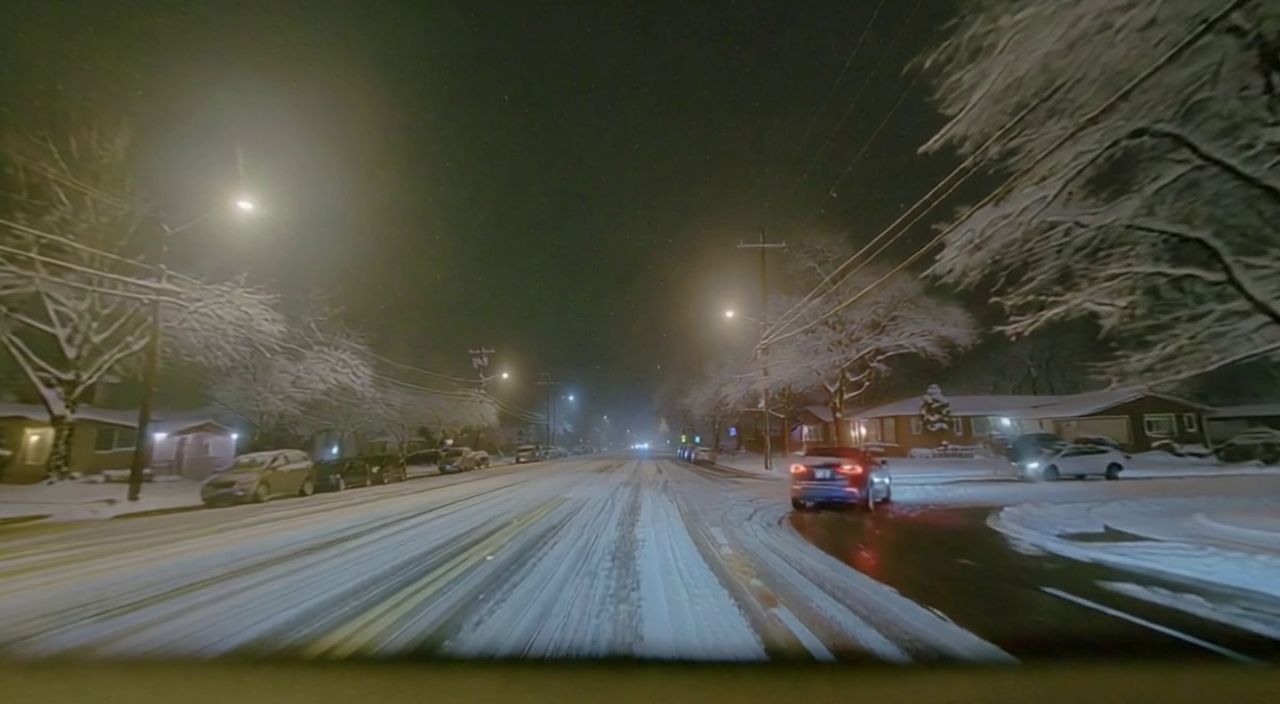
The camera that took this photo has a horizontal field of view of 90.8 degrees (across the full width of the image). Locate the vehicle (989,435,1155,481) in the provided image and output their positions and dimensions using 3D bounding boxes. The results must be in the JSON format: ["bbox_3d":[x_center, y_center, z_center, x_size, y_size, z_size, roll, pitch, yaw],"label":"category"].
[{"bbox_3d":[18.216,4.491,26.868,5.369,1.857,2.174,0,-9,2],"label":"vehicle"}]

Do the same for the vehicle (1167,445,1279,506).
[{"bbox_3d":[18.033,3.424,17.932,4.312,1.426,1.940,-4,-10,-2],"label":"vehicle"}]

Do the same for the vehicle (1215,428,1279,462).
[{"bbox_3d":[33.930,4.974,33.768,1.906,1.732,4.668,0,-9,0],"label":"vehicle"}]

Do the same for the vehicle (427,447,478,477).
[{"bbox_3d":[-12.355,7.236,41.898,1.988,1.741,4.379,-5,-9,0],"label":"vehicle"}]

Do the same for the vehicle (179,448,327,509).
[{"bbox_3d":[-12.336,4.007,20.554,1.938,1.754,4.315,0,-9,1],"label":"vehicle"}]

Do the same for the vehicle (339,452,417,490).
[{"bbox_3d":[-12.215,5.553,29.798,1.795,1.472,4.601,-4,-9,-1],"label":"vehicle"}]

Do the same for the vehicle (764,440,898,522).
[{"bbox_3d":[4.397,2.733,14.050,2.022,1.471,4.432,-4,-10,27],"label":"vehicle"}]
